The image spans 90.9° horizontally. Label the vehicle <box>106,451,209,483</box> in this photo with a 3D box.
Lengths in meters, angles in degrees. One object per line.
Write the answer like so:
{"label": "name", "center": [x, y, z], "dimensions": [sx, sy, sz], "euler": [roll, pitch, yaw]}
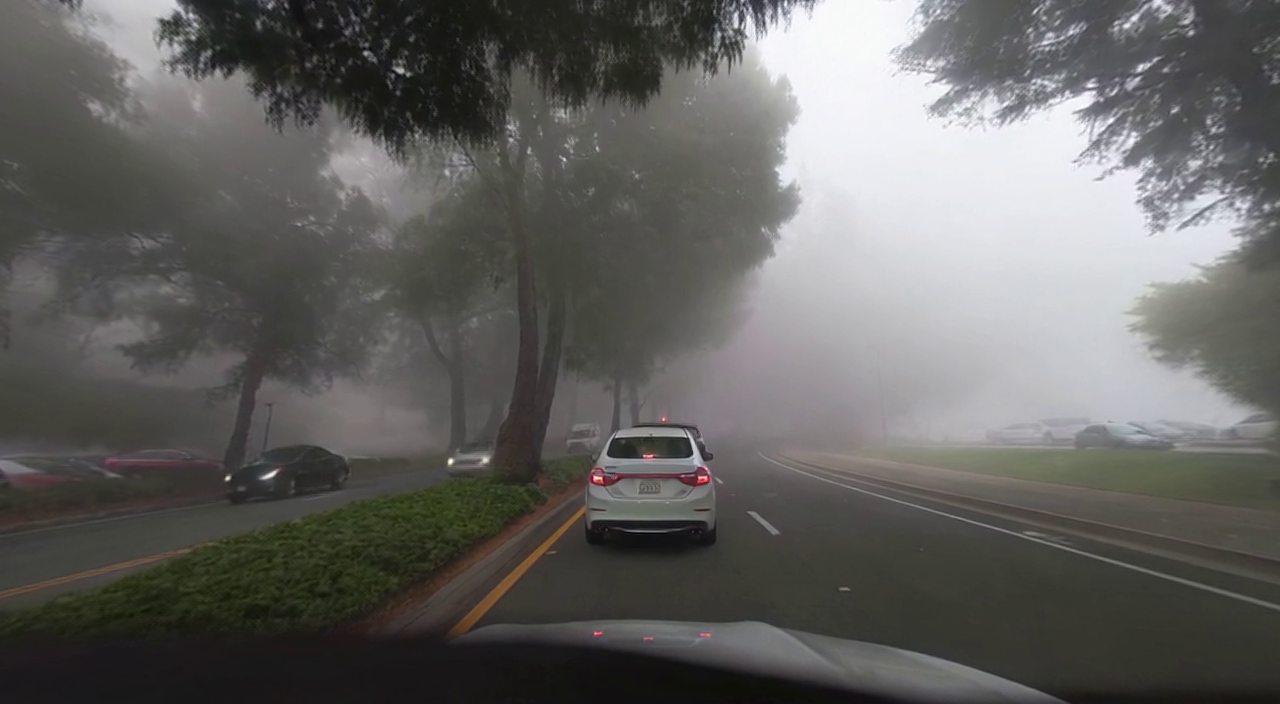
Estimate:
{"label": "vehicle", "center": [-26.728, 6.371, 34.994], "dimensions": [4.256, 1.633, 1.940], "euler": [-1, -8, 7]}

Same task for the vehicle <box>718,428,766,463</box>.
{"label": "vehicle", "center": [5.545, 5.155, 34.781], "dimensions": [2.155, 1.786, 4.459], "euler": [-1, -8, 3]}

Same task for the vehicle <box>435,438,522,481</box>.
{"label": "vehicle", "center": [-6.135, 4.132, 24.587], "dimensions": [1.923, 1.492, 4.577], "euler": [-1, -8, 4]}

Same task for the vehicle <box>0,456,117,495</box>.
{"label": "vehicle", "center": [-27.341, 5.780, 29.654], "dimensions": [4.272, 1.438, 1.801], "euler": [-5, -9, 9]}

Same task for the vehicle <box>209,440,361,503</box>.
{"label": "vehicle", "center": [-10.737, 3.595, 19.546], "dimensions": [2.005, 1.701, 4.355], "euler": [-1, -8, 2]}

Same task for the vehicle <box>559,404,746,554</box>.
{"label": "vehicle", "center": [0.176, 1.776, 9.439], "dimensions": [2.154, 1.710, 4.128], "euler": [-1, -8, 1]}

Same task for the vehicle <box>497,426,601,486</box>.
{"label": "vehicle", "center": [-2.930, 3.480, 21.492], "dimensions": [2.057, 1.786, 4.725], "euler": [-2, -8, 11]}
